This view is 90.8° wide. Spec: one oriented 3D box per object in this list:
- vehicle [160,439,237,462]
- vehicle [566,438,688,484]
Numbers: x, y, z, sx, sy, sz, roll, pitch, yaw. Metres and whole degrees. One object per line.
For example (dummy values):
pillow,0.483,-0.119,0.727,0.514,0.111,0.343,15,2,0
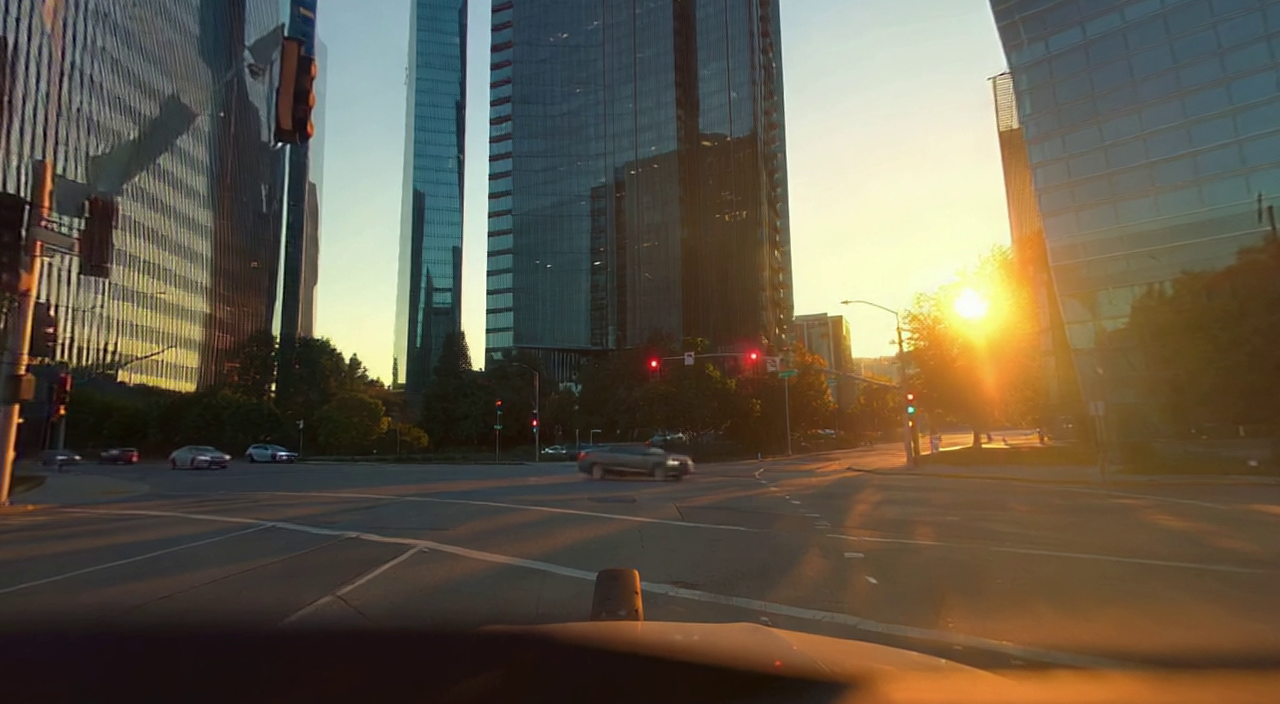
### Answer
vehicle,-30.784,6.879,43.965,5.408,1.505,2.091,-5,-10,28
vehicle,-0.522,3.915,23.025,4.110,1.511,1.883,-7,-11,36
